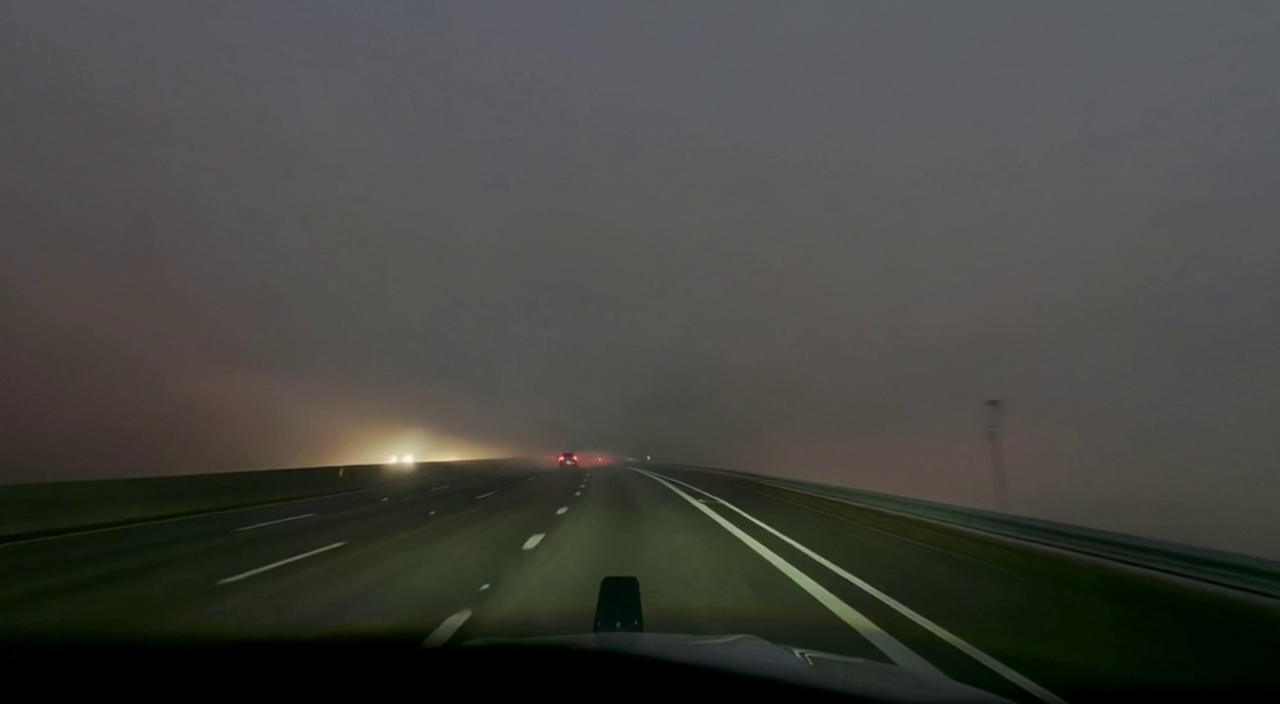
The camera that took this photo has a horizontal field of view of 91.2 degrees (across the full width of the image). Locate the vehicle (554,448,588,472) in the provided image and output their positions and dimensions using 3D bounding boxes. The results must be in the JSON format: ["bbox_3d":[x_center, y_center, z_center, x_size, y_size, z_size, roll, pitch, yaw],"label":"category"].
[{"bbox_3d":[-4.943,7.772,45.352,2.248,1.619,3.848,0,-9,-4],"label":"vehicle"}]
